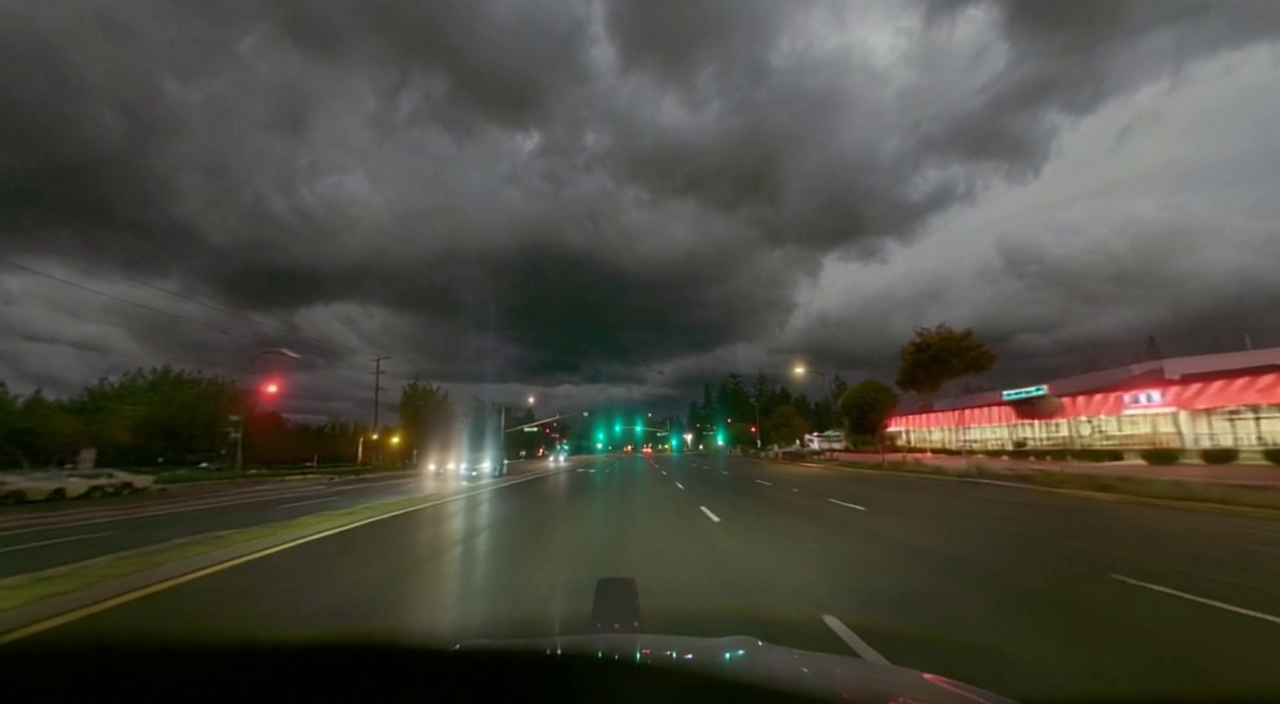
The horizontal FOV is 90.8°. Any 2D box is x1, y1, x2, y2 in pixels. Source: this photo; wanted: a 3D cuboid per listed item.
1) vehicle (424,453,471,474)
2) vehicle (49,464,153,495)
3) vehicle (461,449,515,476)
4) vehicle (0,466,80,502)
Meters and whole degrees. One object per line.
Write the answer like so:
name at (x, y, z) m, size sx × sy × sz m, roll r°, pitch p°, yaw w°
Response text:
vehicle at (-14.955, 8.681, 49.410) m, size 1.929 × 1.497 × 4.697 m, roll -1°, pitch -9°, yaw 3°
vehicle at (-28.704, 6.793, 33.787) m, size 3.753 × 1.432 × 1.665 m, roll 2°, pitch -10°, yaw -19°
vehicle at (-8.931, 6.523, 37.567) m, size 2.065 × 1.504 × 4.593 m, roll 0°, pitch -9°, yaw 0°
vehicle at (-28.232, 5.819, 27.871) m, size 4.740 × 1.480 × 1.923 m, roll 3°, pitch -10°, yaw -21°
